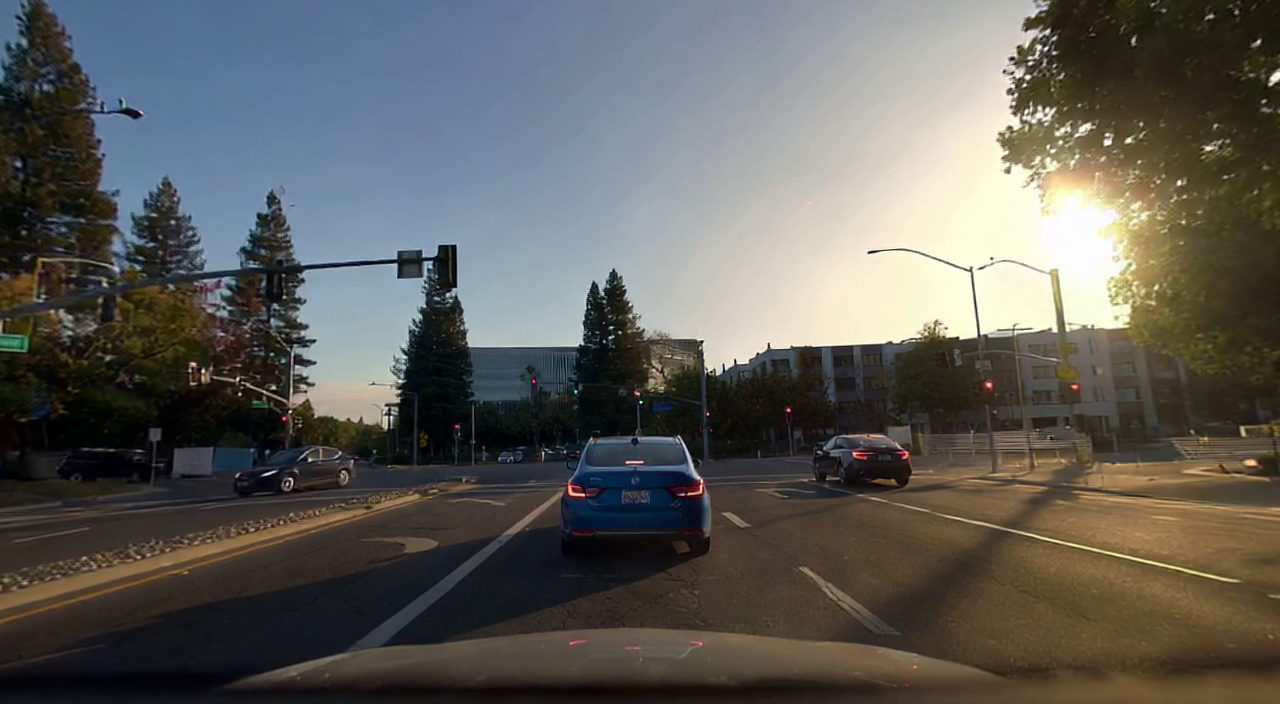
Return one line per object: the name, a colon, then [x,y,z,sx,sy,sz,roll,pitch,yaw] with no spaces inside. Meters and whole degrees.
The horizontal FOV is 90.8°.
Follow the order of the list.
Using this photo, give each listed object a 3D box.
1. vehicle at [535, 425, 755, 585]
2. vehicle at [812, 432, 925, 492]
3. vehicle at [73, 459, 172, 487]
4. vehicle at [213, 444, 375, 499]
vehicle: [-0.010,1.761,8.141,2.070,1.488,4.206,0,-8,-2]
vehicle: [7.055,3.438,20.075,2.039,1.692,4.319,0,-8,1]
vehicle: [-32.385,7.553,39.637,4.401,1.625,1.863,0,-8,-4]
vehicle: [-12.192,4.183,22.672,2.097,1.710,4.649,-4,-9,24]
